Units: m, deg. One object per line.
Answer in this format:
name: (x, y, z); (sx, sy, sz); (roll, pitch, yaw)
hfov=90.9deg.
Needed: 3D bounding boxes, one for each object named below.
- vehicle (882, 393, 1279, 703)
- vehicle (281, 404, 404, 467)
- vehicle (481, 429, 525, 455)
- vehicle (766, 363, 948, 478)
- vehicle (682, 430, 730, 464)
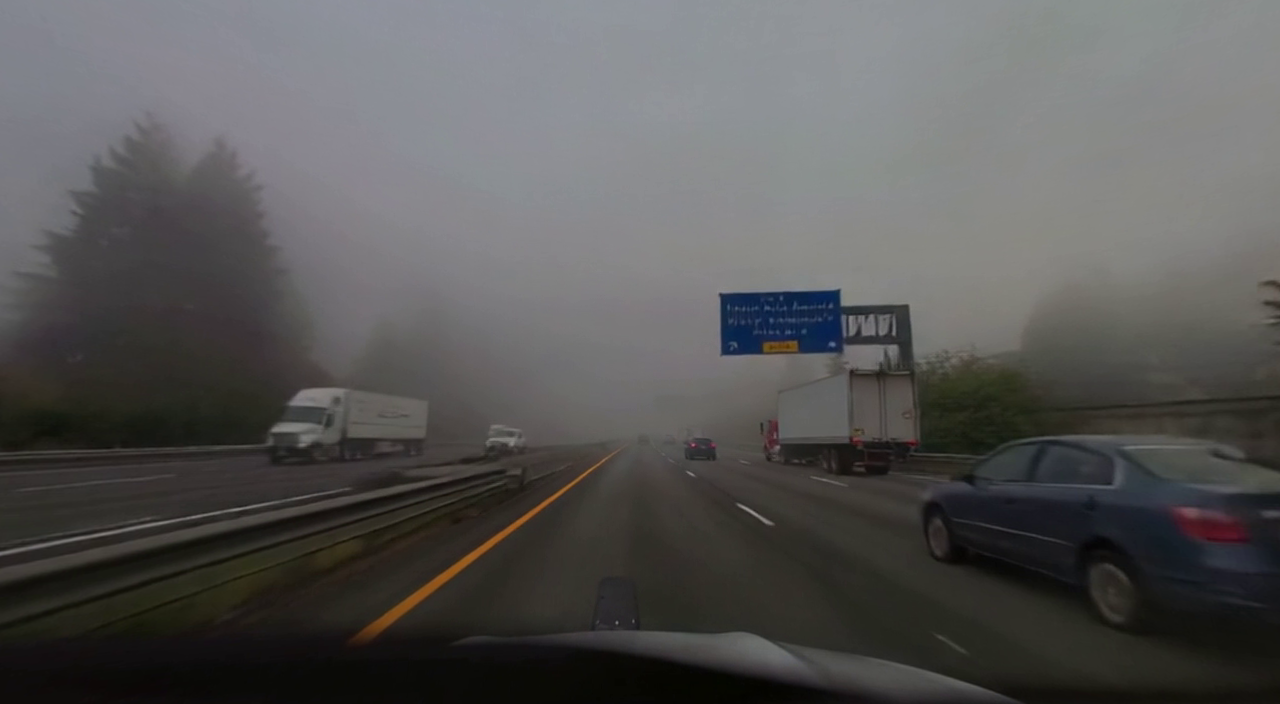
vehicle: (3.815, 1.216, 4.904); (1.986, 1.501, 4.529); (0, -8, -1)
vehicle: (-12.805, 3.675, 27.762); (2.366, 2.438, 6.059); (0, -8, 0)
vehicle: (-9.233, 6.115, 42.795); (1.978, 1.644, 4.368); (0, -8, 0)
vehicle: (9.130, 3.340, 29.505); (3.440, 4.093, 13.944); (0, -8, -1)
vehicle: (3.465, 5.110, 34.090); (2.011, 1.672, 4.415); (0, -8, -2)
